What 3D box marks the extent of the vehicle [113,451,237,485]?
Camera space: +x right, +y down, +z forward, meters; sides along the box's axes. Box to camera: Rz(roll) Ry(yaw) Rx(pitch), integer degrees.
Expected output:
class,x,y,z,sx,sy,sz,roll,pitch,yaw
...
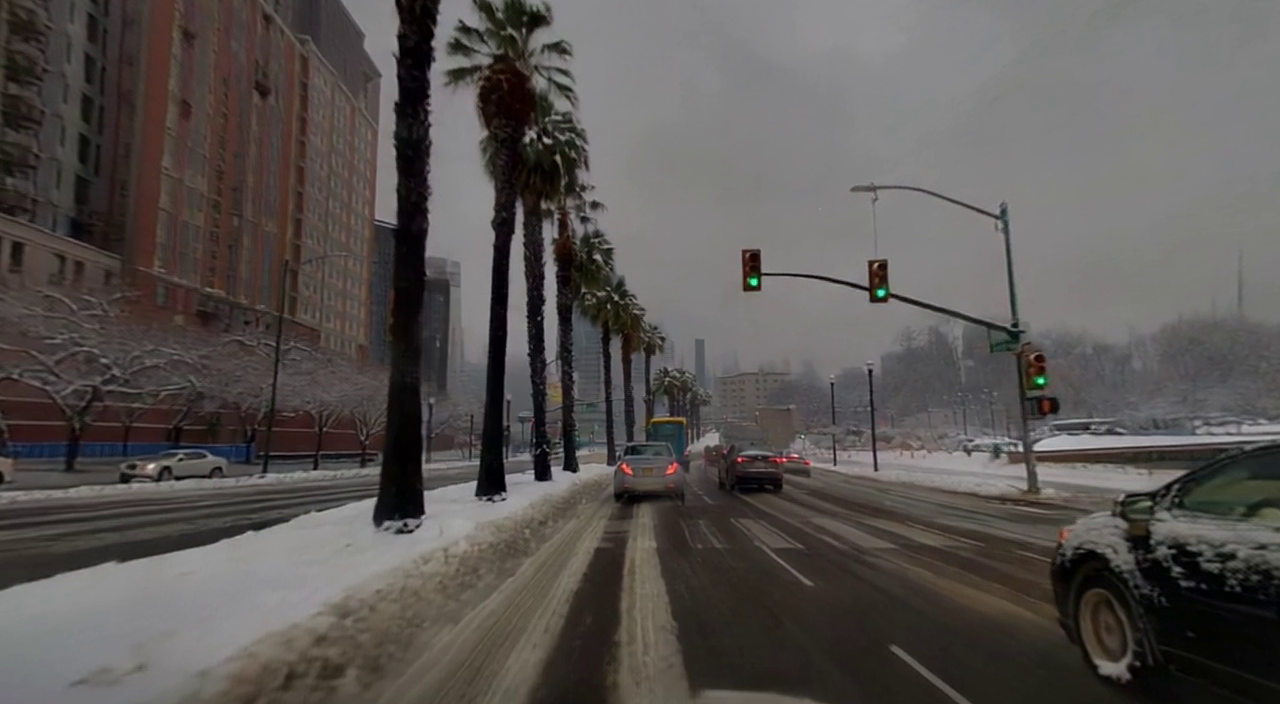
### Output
class,x,y,z,sx,sy,sz,roll,pitch,yaw
vehicle,-22.154,5.512,30.371,1.809,1.472,4.601,-2,-9,13

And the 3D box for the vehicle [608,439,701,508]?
class,x,y,z,sx,sy,sz,roll,pitch,yaw
vehicle,0.384,2.973,15.869,2.048,1.503,3.681,0,-8,2

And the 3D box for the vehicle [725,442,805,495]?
class,x,y,z,sx,sy,sz,roll,pitch,yaw
vehicle,3.883,3.661,20.229,1.909,1.500,3.524,0,-8,1

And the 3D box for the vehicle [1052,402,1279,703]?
class,x,y,z,sx,sy,sz,roll,pitch,yaw
vehicle,3.557,0.834,1.734,1.920,1.490,4.417,0,-8,1
